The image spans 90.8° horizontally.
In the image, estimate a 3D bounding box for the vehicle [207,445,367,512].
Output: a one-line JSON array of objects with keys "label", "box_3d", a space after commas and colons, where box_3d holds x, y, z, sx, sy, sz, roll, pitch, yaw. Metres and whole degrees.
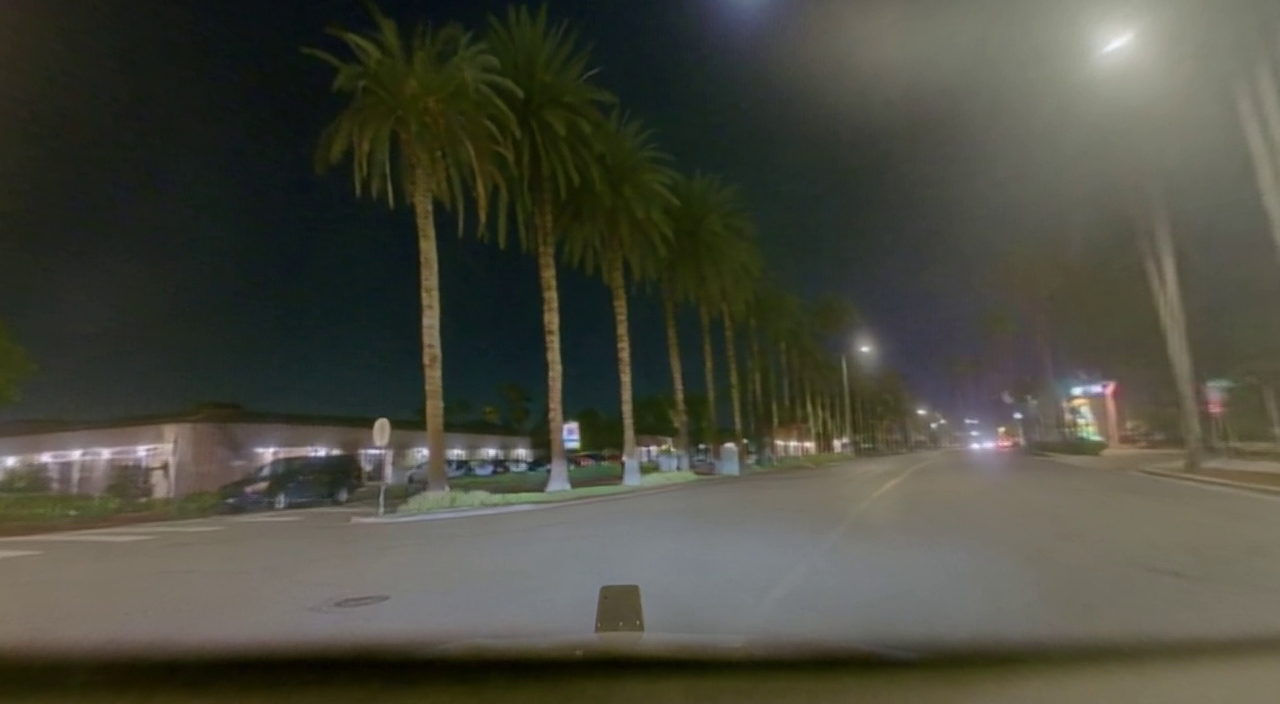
[{"label": "vehicle", "box_3d": [-11.070, 3.955, 20.332, 2.174, 1.863, 4.651, 0, -9, 4]}]

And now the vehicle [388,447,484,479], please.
[{"label": "vehicle", "box_3d": [-12.164, 6.572, 37.662, 5.193, 1.830, 2.049, -3, -9, 20]}]

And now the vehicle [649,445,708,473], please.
[{"label": "vehicle", "box_3d": [2.619, 7.201, 42.631, 3.635, 1.521, 1.726, 1, -5, 19]}]

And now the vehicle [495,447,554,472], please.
[{"label": "vehicle", "box_3d": [-8.670, 8.047, 47.624, 3.928, 1.784, 1.895, -3, -9, 21]}]
